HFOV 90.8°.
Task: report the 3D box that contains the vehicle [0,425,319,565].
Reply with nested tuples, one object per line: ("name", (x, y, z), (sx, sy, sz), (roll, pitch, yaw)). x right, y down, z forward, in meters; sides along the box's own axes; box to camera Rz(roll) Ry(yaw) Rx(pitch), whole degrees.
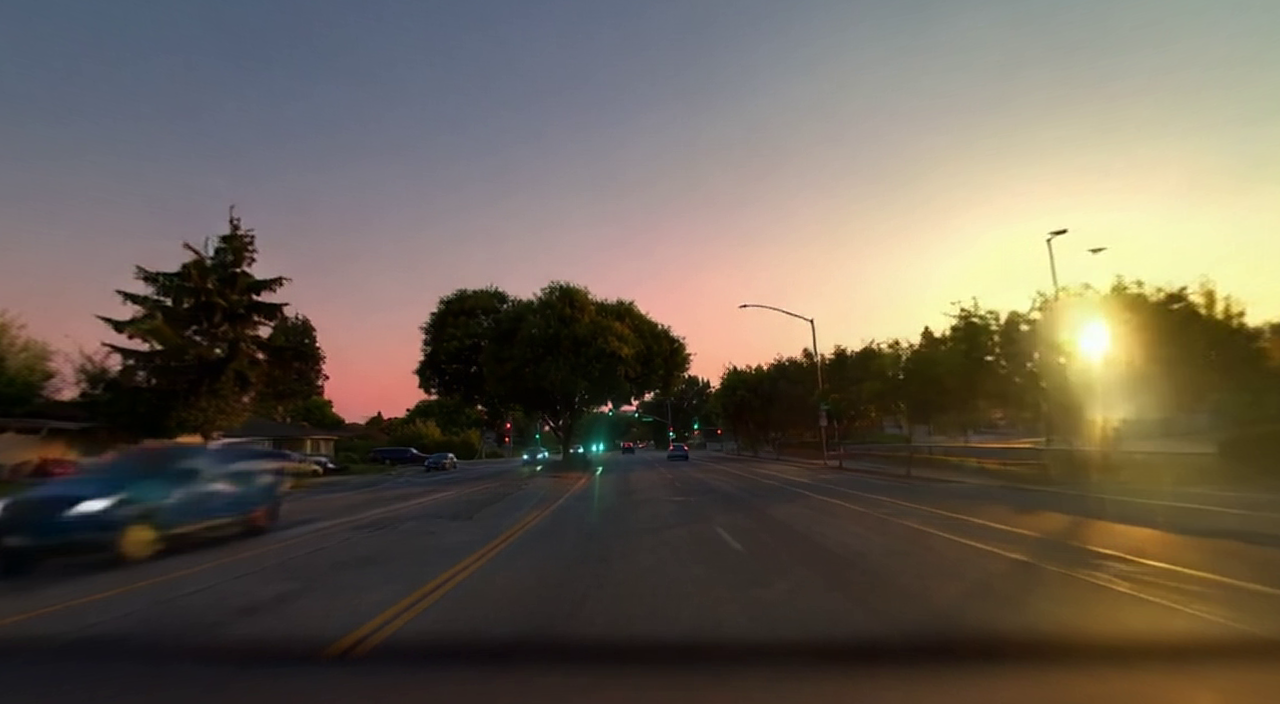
("vehicle", (-7.234, 2.090, 10.059), (1.958, 1.702, 4.386), (0, -8, -1))

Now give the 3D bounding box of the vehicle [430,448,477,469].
("vehicle", (-13.701, 7.829, 46.574), (1.992, 1.453, 4.439), (0, -8, 2))
